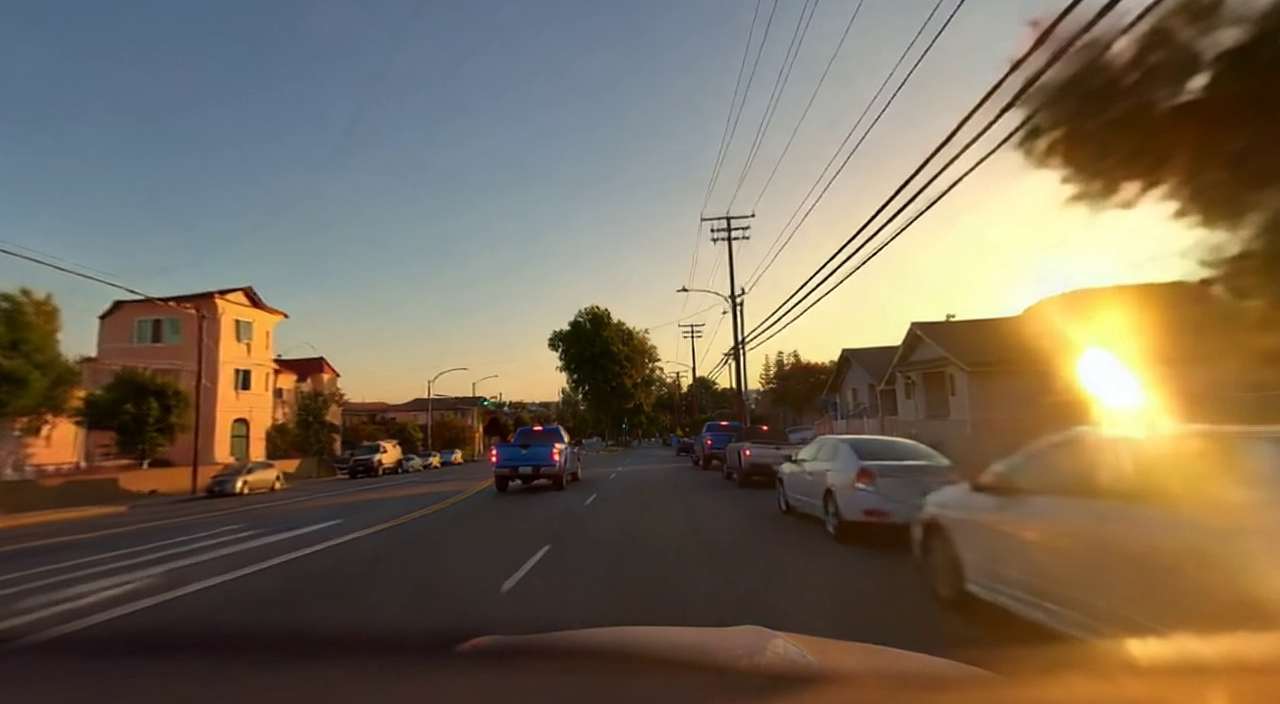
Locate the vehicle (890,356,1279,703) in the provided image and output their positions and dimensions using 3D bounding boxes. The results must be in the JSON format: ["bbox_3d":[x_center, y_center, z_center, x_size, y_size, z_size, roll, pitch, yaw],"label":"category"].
[{"bbox_3d":[3.146,0.919,2.989,1.924,1.575,4.869,-1,-8,0],"label":"vehicle"}]

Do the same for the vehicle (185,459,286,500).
[{"bbox_3d":[-18.700,5.866,29.389,1.908,1.614,4.092,-1,-8,1],"label":"vehicle"}]

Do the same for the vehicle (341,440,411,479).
[{"bbox_3d":[-18.885,7.674,45.457,2.159,2.586,5.899,-2,-8,3],"label":"vehicle"}]

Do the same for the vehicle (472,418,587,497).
[{"bbox_3d":[-2.944,2.968,18.167,2.242,1.890,5.306,-1,-8,2],"label":"vehicle"}]
